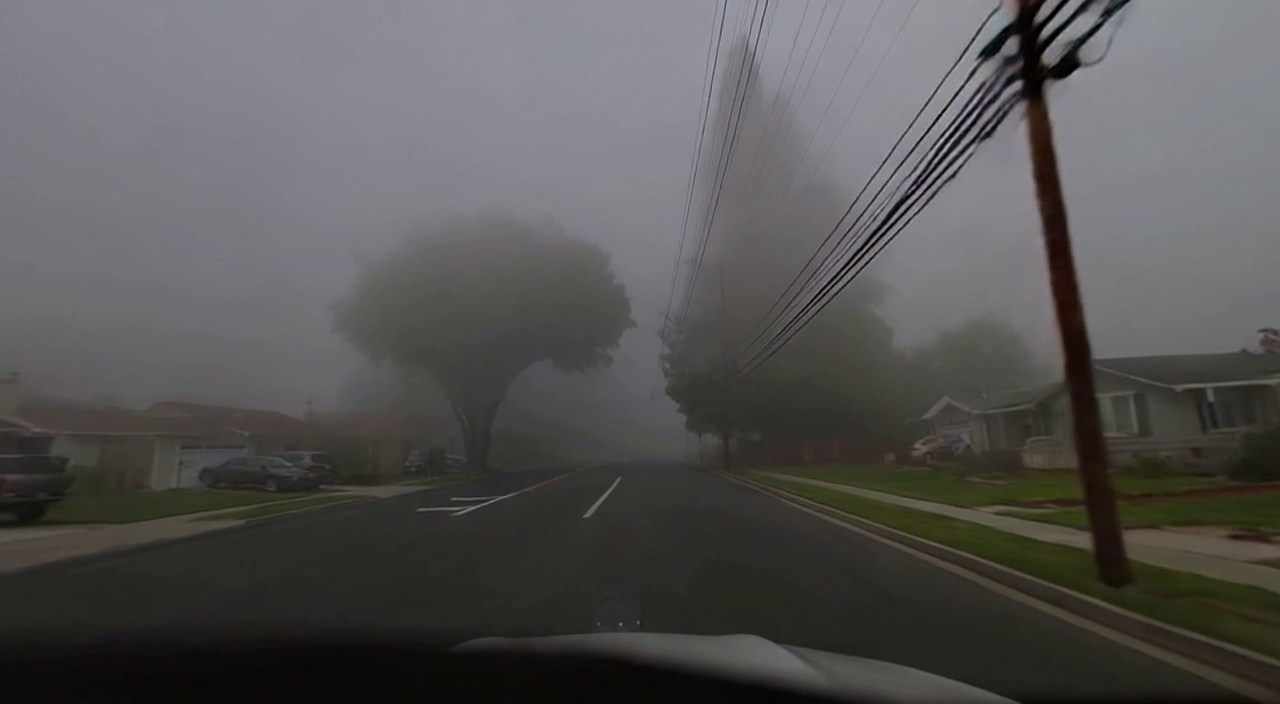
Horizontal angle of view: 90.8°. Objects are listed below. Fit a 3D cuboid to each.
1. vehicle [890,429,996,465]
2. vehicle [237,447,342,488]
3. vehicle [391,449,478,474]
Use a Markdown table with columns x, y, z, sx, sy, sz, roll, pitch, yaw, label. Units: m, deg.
| x | y | z | sx | sy | sz | roll | pitch | yaw | label |
| --- | --- | --- | --- | --- | --- | --- | --- | --- | --- |
| 14.506 | 4.570 | 30.431 | 4.078 | 1.516 | 1.798 | -3 | -9 | 2 | vehicle |
| -15.307 | 5.043 | 27.990 | 1.816 | 1.614 | 4.866 | 0 | -8 | 1 | vehicle |
| -12.753 | 6.812 | 39.334 | 4.718 | 1.454 | 1.843 | -1 | -8 | 6 | vehicle |
